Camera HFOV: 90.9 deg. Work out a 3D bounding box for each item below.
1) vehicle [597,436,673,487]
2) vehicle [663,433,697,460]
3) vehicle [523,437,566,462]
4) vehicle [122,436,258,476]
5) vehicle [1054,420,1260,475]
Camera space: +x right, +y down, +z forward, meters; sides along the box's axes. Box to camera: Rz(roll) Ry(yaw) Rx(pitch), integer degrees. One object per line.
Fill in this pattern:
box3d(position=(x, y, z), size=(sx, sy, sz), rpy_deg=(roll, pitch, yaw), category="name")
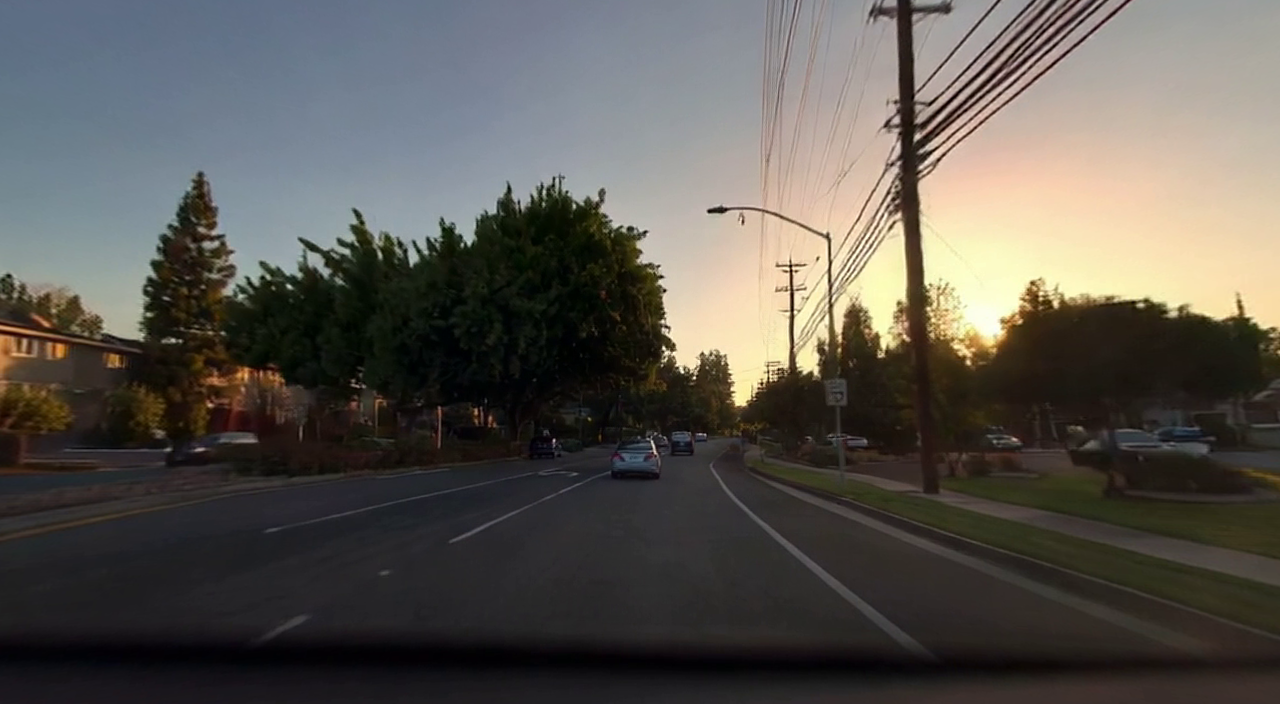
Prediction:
box3d(position=(-0.050, 3.526, 20.606), size=(2.117, 1.474, 4.036), rpy_deg=(-1, -9, 4), category="vehicle")
box3d(position=(3.049, 7.107, 47.488), size=(2.158, 1.939, 4.935), rpy_deg=(-1, -9, 8), category="vehicle")
box3d(position=(-5.984, 6.176, 39.909), size=(1.983, 1.485, 4.159), rpy_deg=(0, -8, 2), category="vehicle")
box3d(position=(-18.256, 4.235, 25.914), size=(1.893, 1.494, 4.752), rpy_deg=(-1, -8, 3), category="vehicle")
box3d(position=(16.885, 3.149, 20.879), size=(4.751, 1.661, 2.022), rpy_deg=(-2, -9, 11), category="vehicle")
